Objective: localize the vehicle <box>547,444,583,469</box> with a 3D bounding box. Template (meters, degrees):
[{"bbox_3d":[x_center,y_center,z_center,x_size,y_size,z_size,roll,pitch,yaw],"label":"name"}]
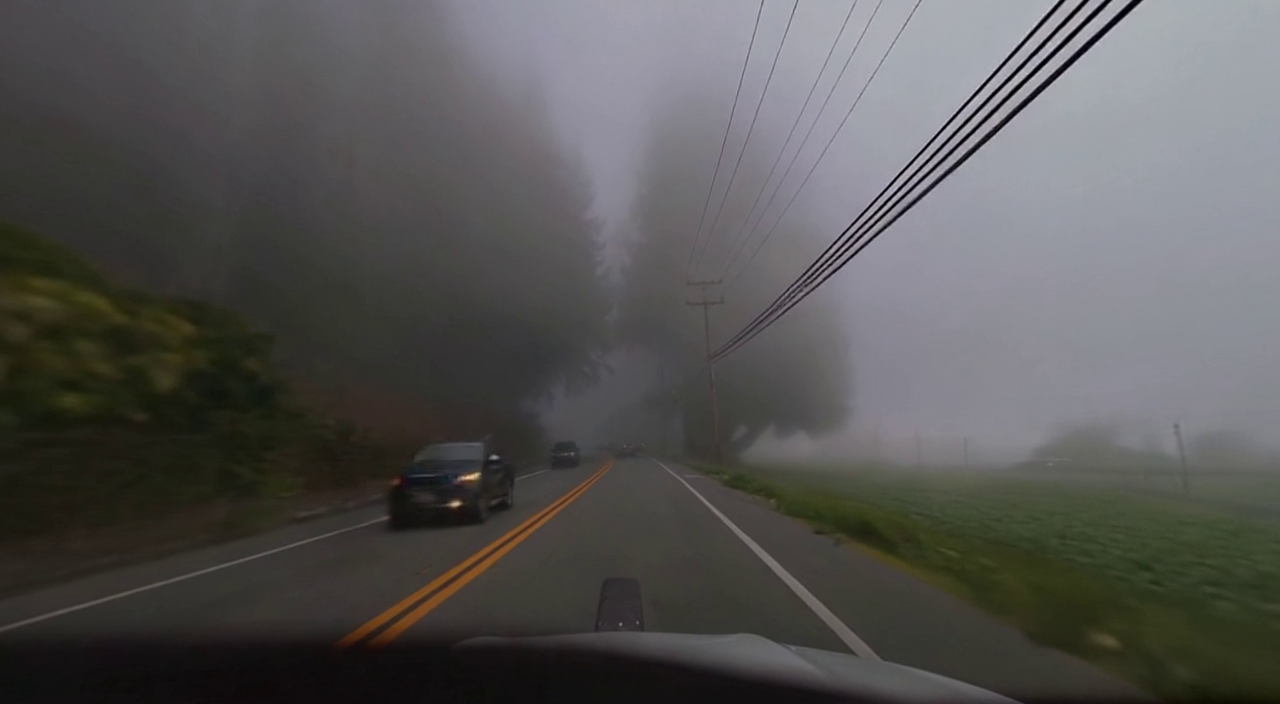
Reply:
[{"bbox_3d":[-5.288,7.430,45.118,2.114,1.712,4.340,0,-8,-2],"label":"vehicle"}]

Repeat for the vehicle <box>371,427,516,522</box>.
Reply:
[{"bbox_3d":[-4.269,2.715,14.569,1.968,1.813,4.409,0,-8,-1],"label":"vehicle"}]
